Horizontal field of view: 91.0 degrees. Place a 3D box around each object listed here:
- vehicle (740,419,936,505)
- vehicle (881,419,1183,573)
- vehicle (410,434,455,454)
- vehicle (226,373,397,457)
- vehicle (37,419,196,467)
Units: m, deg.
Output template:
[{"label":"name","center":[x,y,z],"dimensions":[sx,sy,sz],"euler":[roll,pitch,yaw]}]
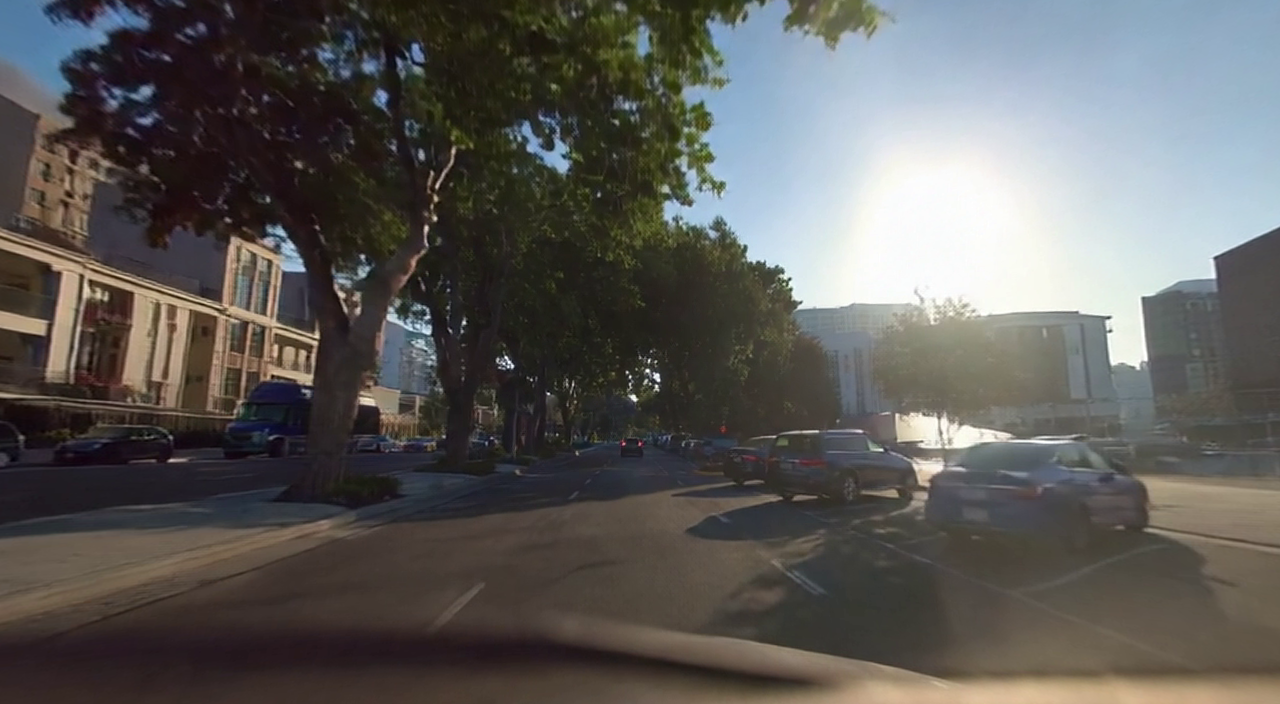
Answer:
[{"label":"vehicle","center":[4.648,2.450,14.523],"dimensions":[4.585,1.660,1.969],"euler":[6,-10,-37]},{"label":"vehicle","center":[5.097,1.626,7.970],"dimensions":[4.275,1.428,1.774],"euler":[6,-10,-38]},{"label":"vehicle","center":[-15.914,7.106,48.612],"dimensions":[1.909,1.465,4.758],"euler":[0,-8,-1]},{"label":"vehicle","center":[-19.045,4.122,38.369],"dimensions":[3.054,4.140,14.110],"euler":[-1,-8,-1]},{"label":"vehicle","center":[-18.714,3.293,22.841],"dimensions":[1.909,1.518,4.459],"euler":[-1,-8,0]}]
